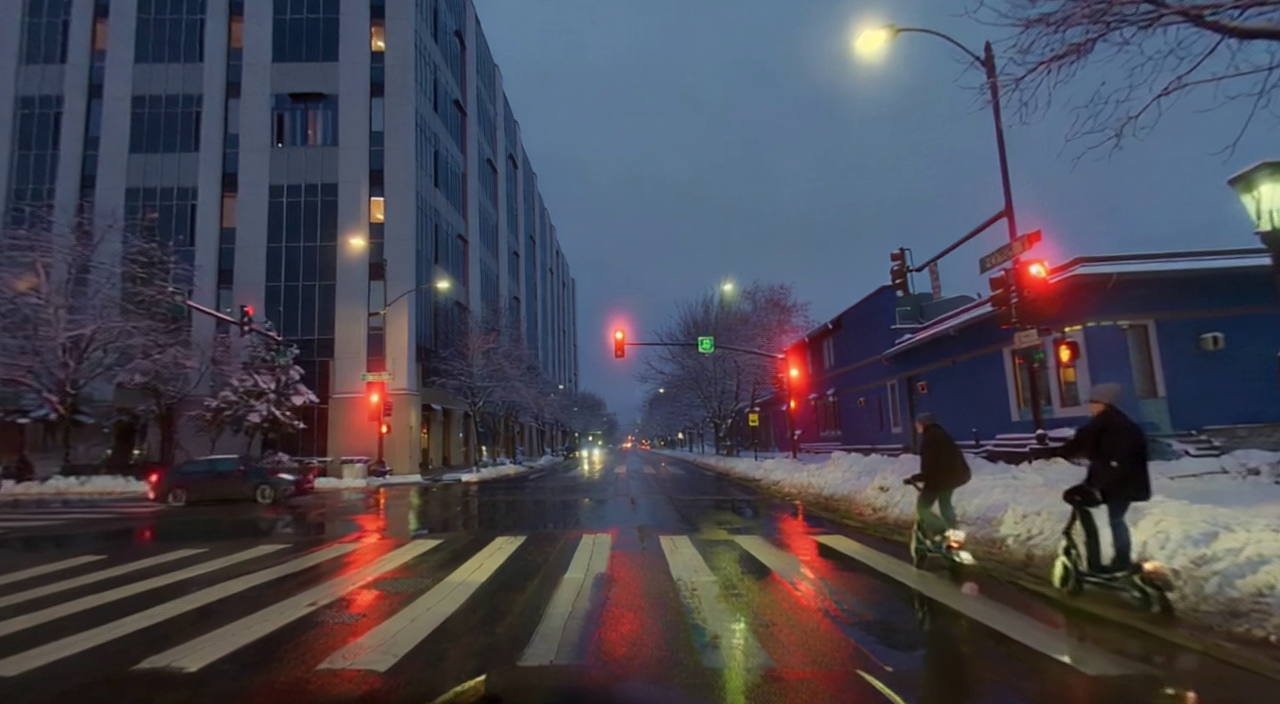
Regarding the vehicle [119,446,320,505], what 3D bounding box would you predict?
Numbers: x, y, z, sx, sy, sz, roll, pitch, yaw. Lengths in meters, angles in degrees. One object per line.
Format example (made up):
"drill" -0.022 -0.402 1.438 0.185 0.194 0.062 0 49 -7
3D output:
"vehicle" -12.749 3.752 19.537 4.641 1.616 2.051 1 -9 -11
